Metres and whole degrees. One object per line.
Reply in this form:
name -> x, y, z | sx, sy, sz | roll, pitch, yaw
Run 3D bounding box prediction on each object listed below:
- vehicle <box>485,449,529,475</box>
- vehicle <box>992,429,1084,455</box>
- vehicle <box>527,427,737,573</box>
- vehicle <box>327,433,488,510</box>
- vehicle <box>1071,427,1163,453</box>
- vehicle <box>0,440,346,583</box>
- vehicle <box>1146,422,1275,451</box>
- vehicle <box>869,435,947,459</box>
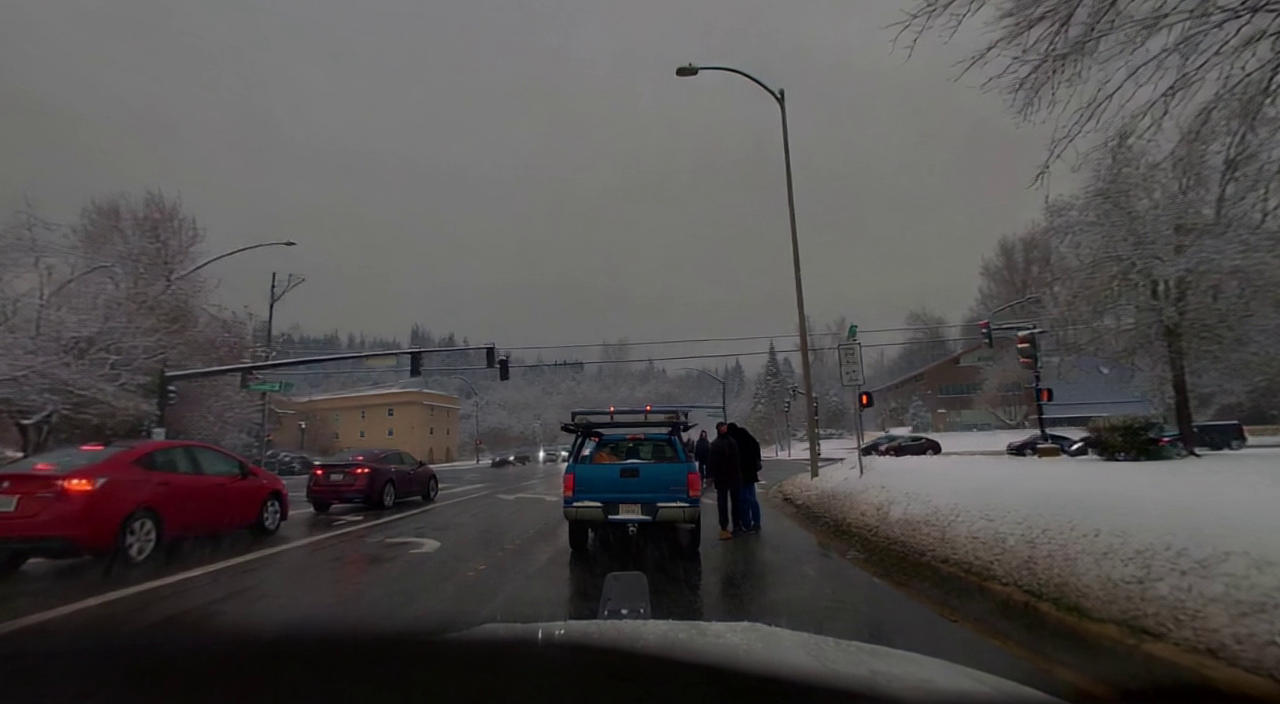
vehicle -> -8.435, 7.019, 40.170 | 1.823, 1.543, 3.944 | 0, -9, 2
vehicle -> 23.812, 5.437, 37.746 | 4.454, 1.440, 1.816 | -5, -10, 30
vehicle -> -0.058, 1.861, 8.686 | 2.182, 1.501, 4.150 | 0, -9, 1
vehicle -> -6.146, 3.215, 17.466 | 2.230, 1.811, 5.183 | -1, -9, 3
vehicle -> 29.092, 5.415, 38.465 | 4.179, 1.527, 1.811 | -5, -10, 29
vehicle -> -6.330, 2.057, 9.031 | 1.948, 1.530, 4.283 | 0, -9, 3
vehicle -> 30.520, 4.600, 33.803 | 4.739, 1.472, 1.804 | -5, -10, 30
vehicle -> 17.518, 6.217, 41.146 | 4.441, 1.452, 1.798 | -5, -10, 30
